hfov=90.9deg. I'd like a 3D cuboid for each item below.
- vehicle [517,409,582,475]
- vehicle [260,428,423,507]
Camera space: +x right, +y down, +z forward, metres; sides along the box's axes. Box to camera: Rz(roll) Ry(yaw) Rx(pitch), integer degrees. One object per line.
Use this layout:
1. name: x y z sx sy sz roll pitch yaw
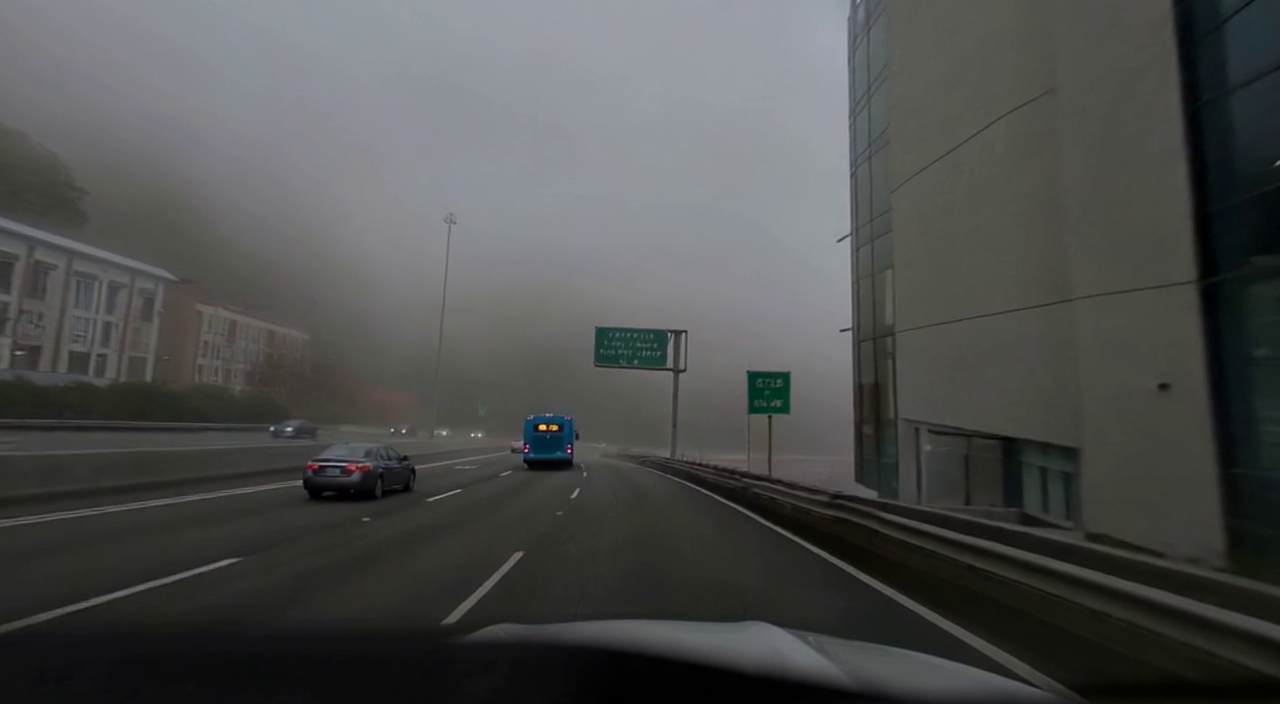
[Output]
1. vehicle: -4.690 4.754 33.114 2.888 2.944 8.373 2 -9 -7
2. vehicle: -7.310 2.874 16.058 1.993 1.690 4.450 0 -9 -1
